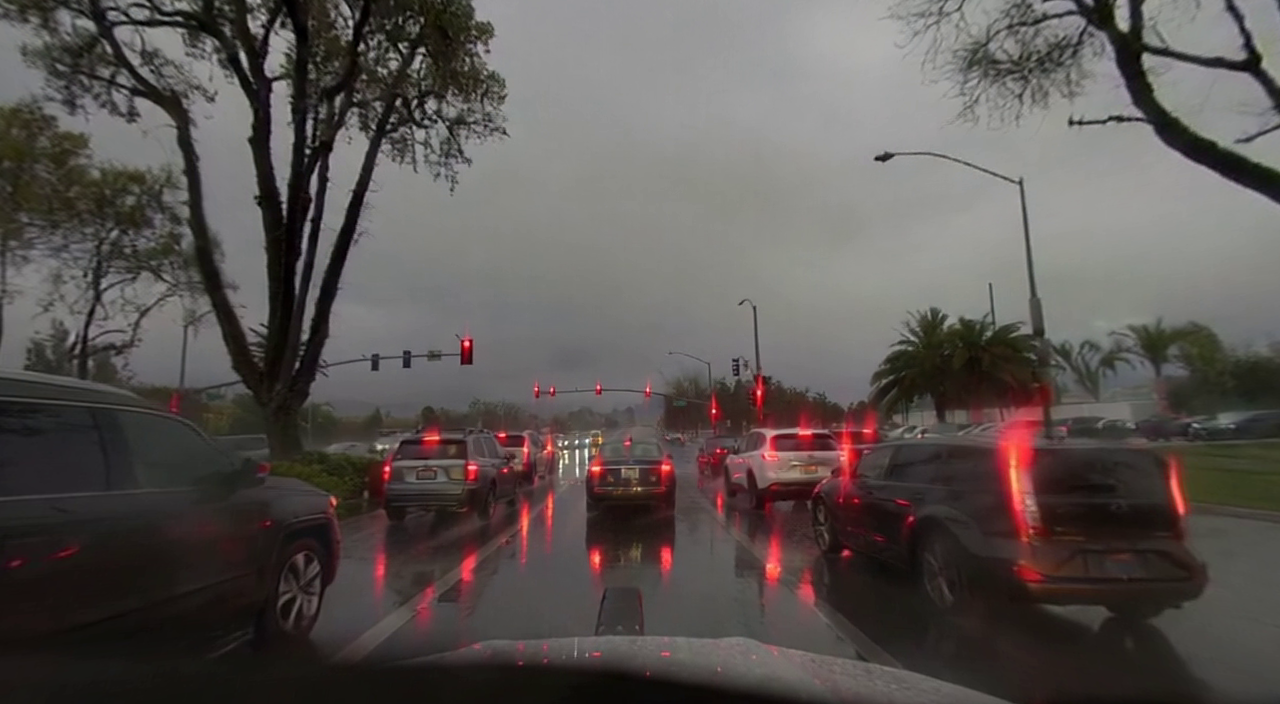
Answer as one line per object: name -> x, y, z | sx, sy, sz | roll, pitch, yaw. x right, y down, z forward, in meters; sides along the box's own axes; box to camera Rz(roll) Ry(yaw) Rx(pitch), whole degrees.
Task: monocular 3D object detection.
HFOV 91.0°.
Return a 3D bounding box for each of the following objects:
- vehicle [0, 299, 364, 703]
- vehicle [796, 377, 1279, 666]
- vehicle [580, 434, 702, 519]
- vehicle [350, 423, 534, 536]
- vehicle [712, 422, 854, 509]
vehicle -> -3.226, 0.792, 2.695 | 2.079, 1.756, 4.676 | 0, -8, -2
vehicle -> 3.140, 1.310, 5.975 | 2.074, 1.685, 4.387 | 0, -8, -2
vehicle -> -0.065, 2.400, 12.679 | 2.076, 1.438, 3.770 | 0, -8, -2
vehicle -> -3.113, 2.090, 10.961 | 1.896, 1.546, 4.378 | 0, -8, -2
vehicle -> 3.004, 2.497, 14.283 | 2.106, 1.667, 4.101 | 0, -8, -2
